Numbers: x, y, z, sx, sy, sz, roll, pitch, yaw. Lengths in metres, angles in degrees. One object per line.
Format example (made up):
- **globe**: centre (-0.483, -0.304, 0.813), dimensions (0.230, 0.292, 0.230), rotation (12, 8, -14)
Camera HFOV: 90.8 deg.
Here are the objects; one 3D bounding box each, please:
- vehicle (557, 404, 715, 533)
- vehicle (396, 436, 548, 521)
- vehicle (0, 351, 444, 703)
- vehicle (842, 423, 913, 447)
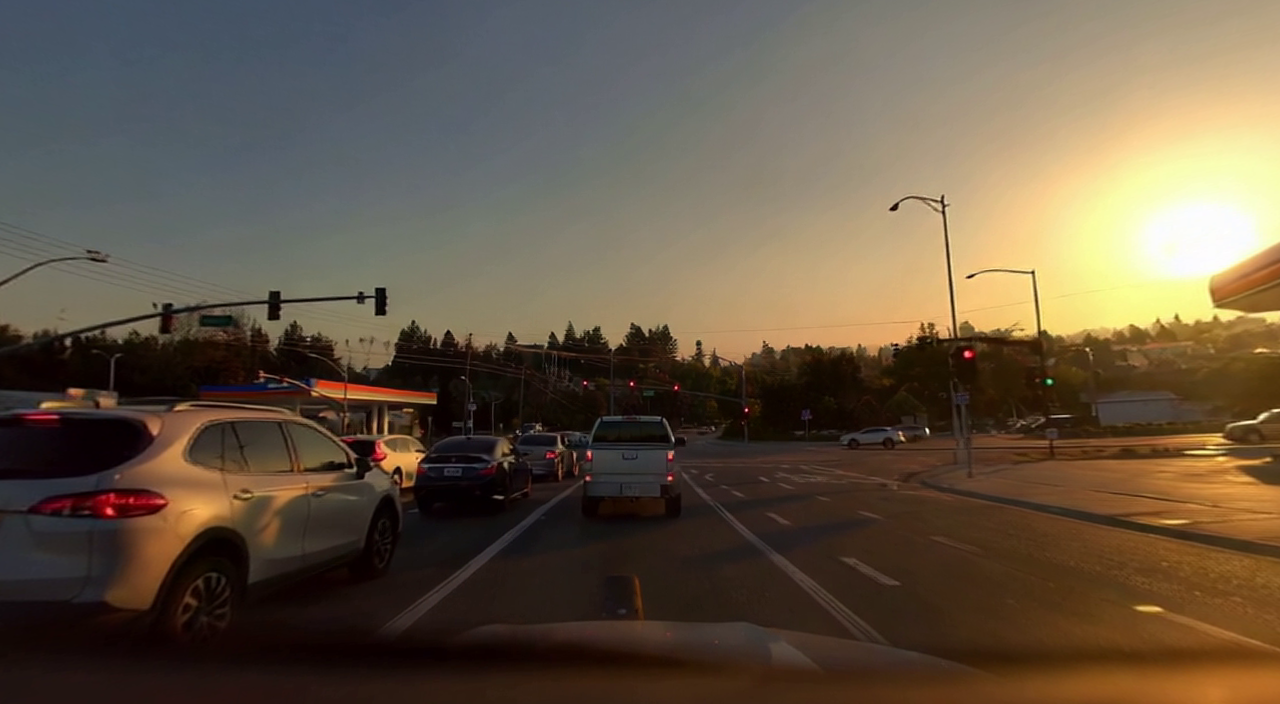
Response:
- **vehicle**: centre (-0.078, 2.024, 11.522), dimensions (2.224, 1.819, 5.005), rotation (0, -9, -1)
- **vehicle**: centre (-3.139, 2.453, 12.767), dimensions (1.881, 1.424, 4.098), rotation (0, -9, 1)
- **vehicle**: centre (-3.309, 1.163, 5.001), dimensions (2.096, 1.718, 4.266), rotation (0, -8, 0)
- **vehicle**: centre (17.850, 6.290, 47.514), dimensions (4.548, 1.730, 2.013), rotation (1, -9, -10)
